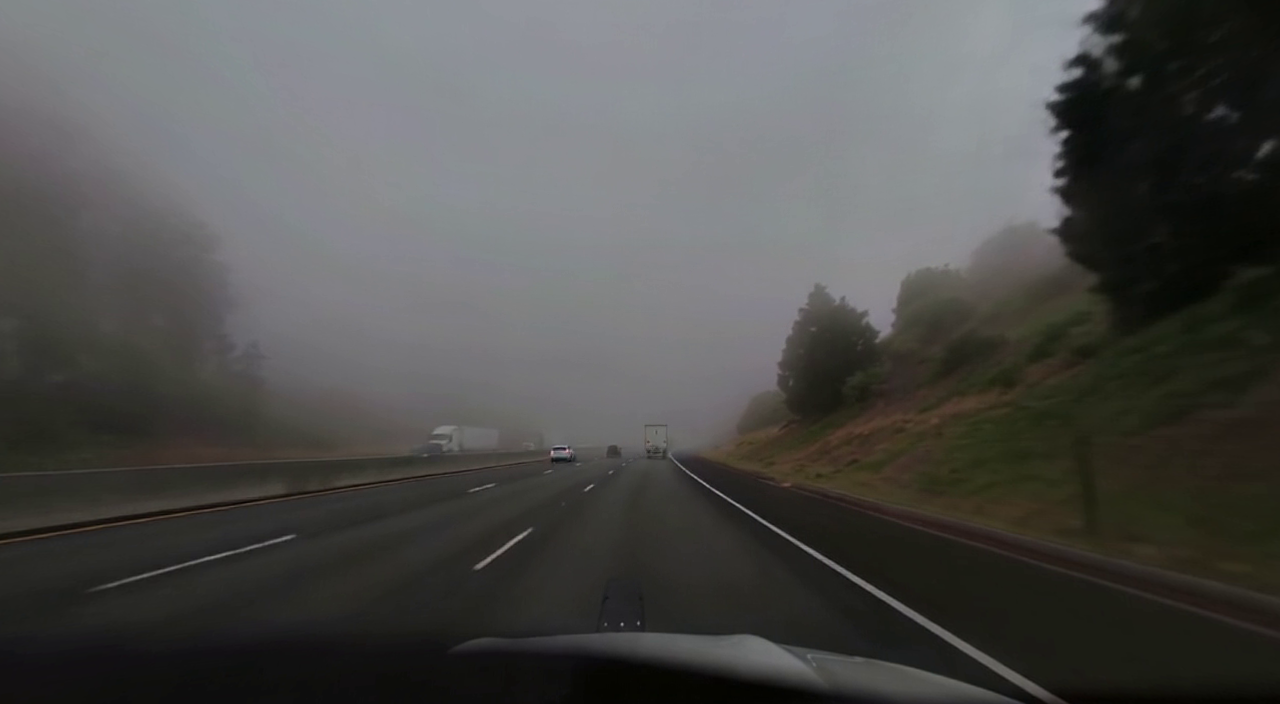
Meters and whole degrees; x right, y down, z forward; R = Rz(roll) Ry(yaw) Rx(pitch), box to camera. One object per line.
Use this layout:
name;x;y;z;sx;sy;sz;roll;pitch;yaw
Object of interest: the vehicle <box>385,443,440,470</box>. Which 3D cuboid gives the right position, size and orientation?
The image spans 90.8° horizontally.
vehicle;-16.040;7.417;44.810;2.073;1.803;4.751;0;-9;0
